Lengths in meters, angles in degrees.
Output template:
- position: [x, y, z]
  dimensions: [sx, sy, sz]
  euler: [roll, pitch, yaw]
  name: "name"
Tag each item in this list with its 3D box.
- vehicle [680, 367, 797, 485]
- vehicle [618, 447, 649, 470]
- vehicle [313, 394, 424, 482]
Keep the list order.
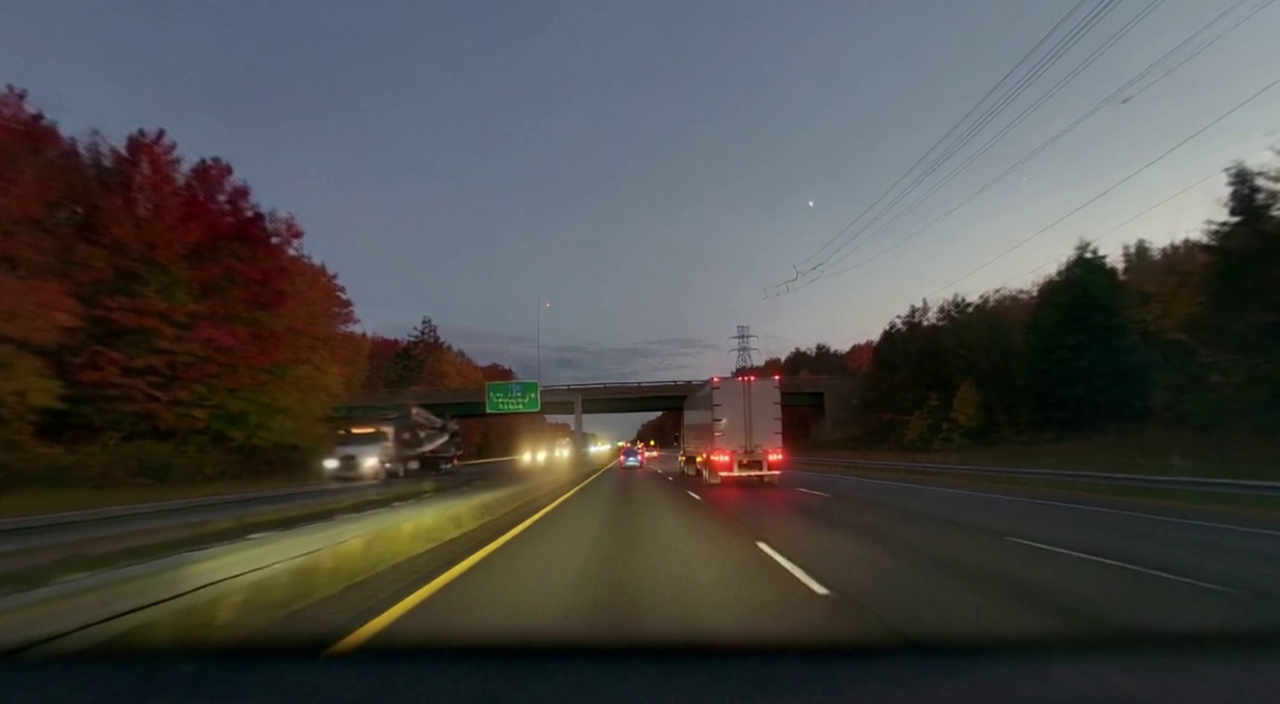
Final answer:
- position: [4.051, 3.769, 30.084]
  dimensions: [2.956, 4.281, 14.327]
  euler: [0, -9, -1]
  name: "vehicle"
- position: [-0.468, 7.131, 42.221]
  dimensions: [1.961, 1.454, 3.755]
  euler: [0, -9, -1]
  name: "vehicle"
- position: [-13.950, 4.550, 32.888]
  dimensions: [2.872, 4.094, 6.767]
  euler: [1, -9, -2]
  name: "vehicle"
